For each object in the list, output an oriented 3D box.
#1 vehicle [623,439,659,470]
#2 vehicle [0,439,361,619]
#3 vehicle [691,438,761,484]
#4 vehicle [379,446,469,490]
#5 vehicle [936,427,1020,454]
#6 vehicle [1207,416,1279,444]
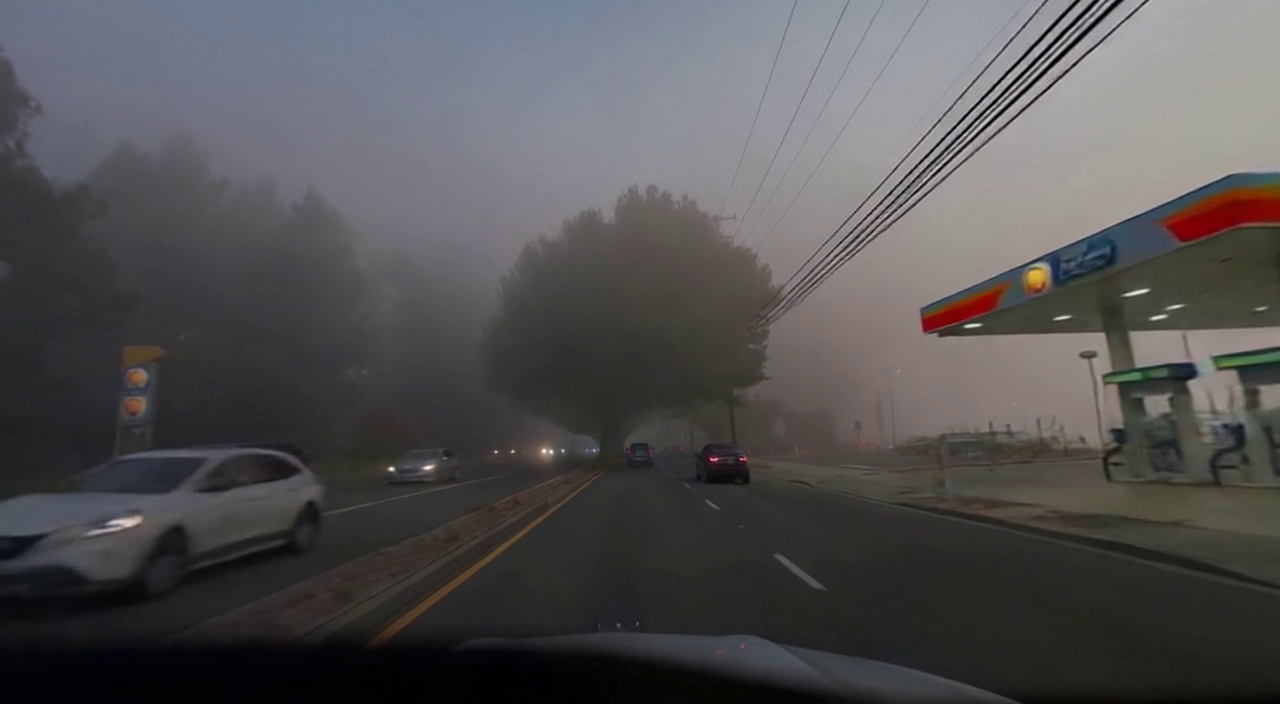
[{"bbox_3d":[0.046,6.429,39.755,2.163,1.825,4.073,-1,-9,-1],"label":"vehicle"},{"bbox_3d":[-4.931,1.788,7.242,1.816,1.484,3.629,-1,-9,0],"label":"vehicle"},{"bbox_3d":[3.232,4.230,24.730,1.990,1.592,4.294,-1,-9,-2],"label":"vehicle"},{"bbox_3d":[-8.343,4.493,24.866,1.953,1.470,4.522,-2,-9,0],"label":"vehicle"},{"bbox_3d":[23.129,6.114,43.497,2.187,1.757,4.663,3,-9,-22],"label":"vehicle"},{"bbox_3d":[43.129,5.547,44.834,2.150,1.588,3.729,3,-13,-38],"label":"vehicle"}]
